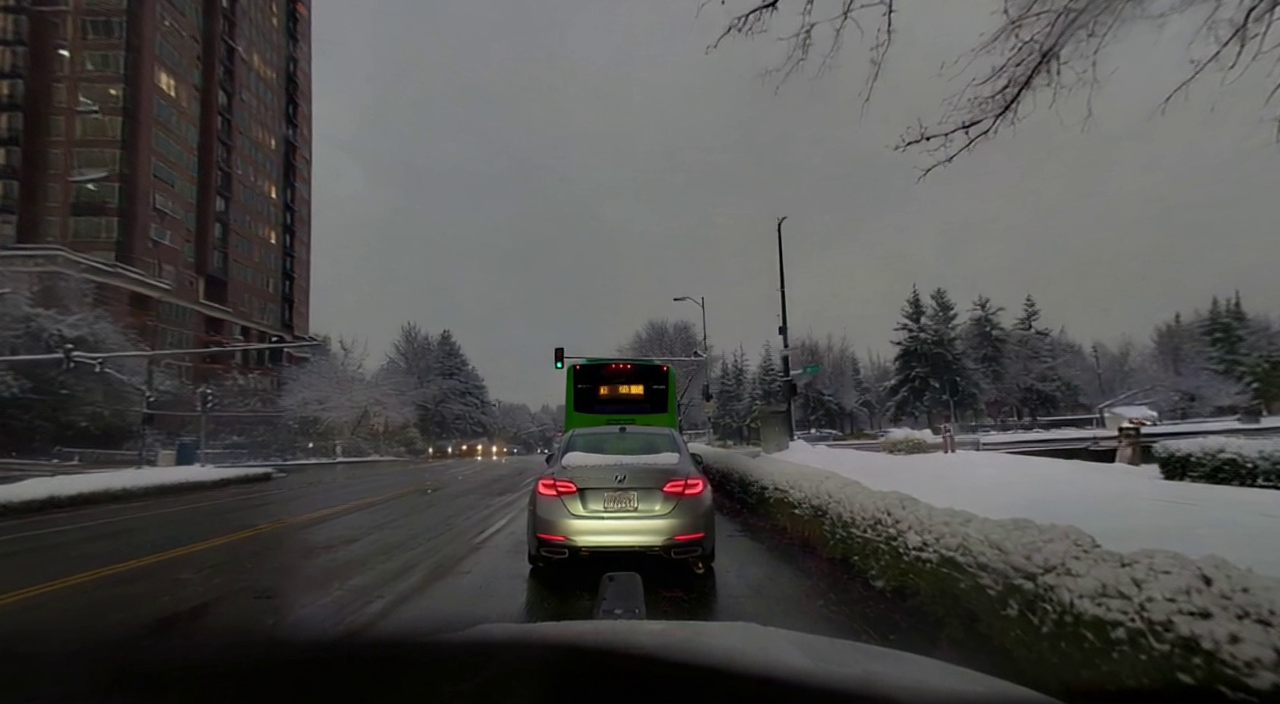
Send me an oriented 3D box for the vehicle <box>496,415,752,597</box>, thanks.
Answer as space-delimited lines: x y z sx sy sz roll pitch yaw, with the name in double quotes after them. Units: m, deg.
-0.181 1.508 7.109 2.064 1.452 3.942 0 -8 -2 "vehicle"
